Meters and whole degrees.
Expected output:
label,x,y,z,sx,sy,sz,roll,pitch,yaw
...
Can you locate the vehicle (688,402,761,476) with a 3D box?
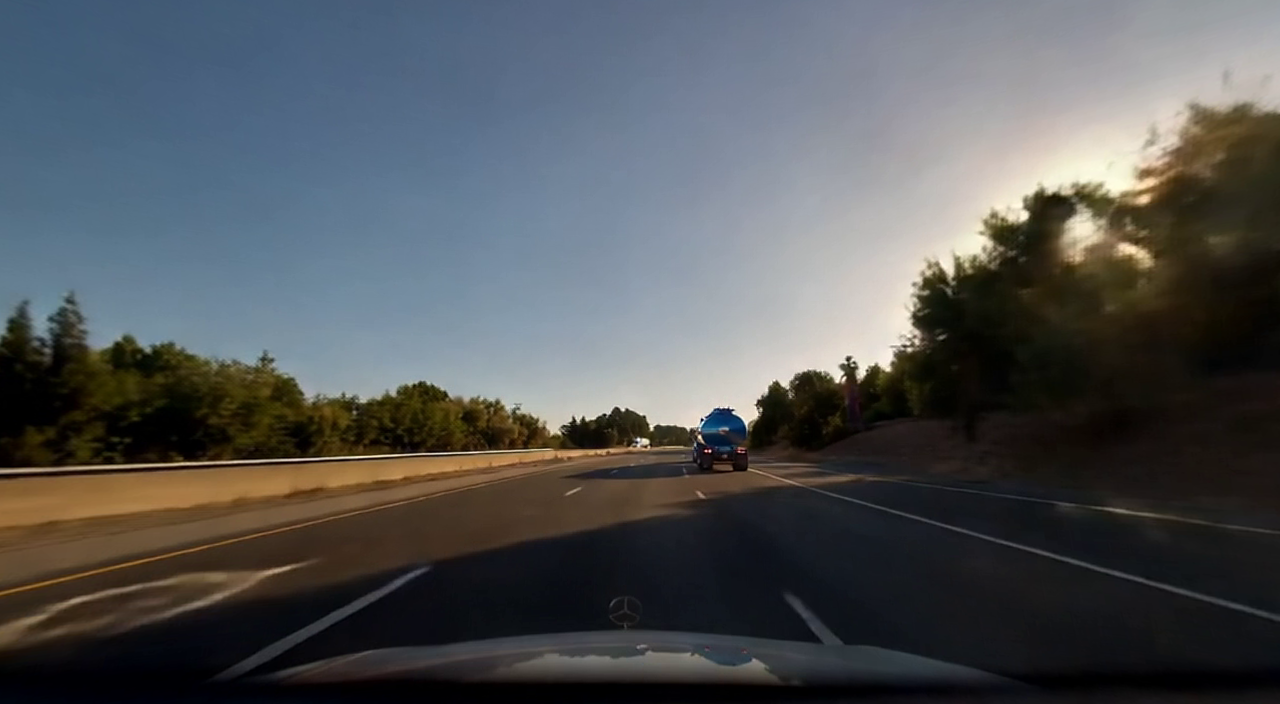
label,x,y,z,sx,sy,sz,roll,pitch,yaw
vehicle,4.675,5.345,38.258,2.880,3.624,14.397,0,-8,2
